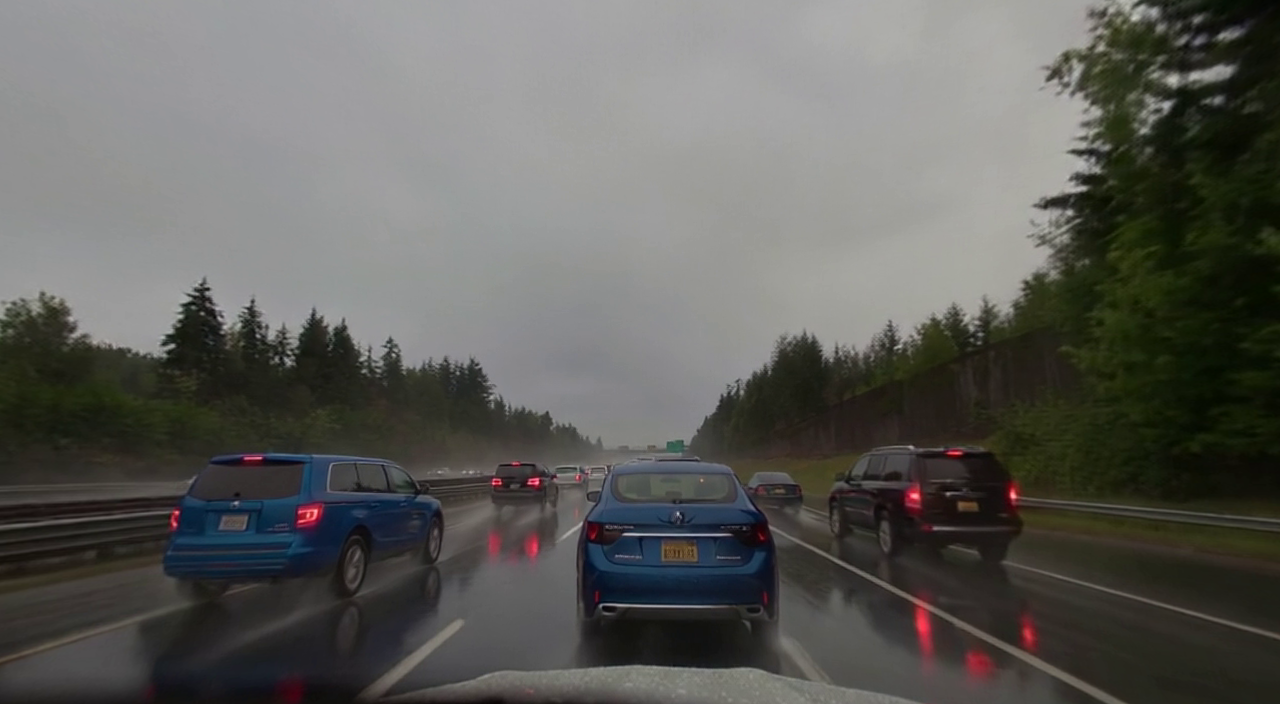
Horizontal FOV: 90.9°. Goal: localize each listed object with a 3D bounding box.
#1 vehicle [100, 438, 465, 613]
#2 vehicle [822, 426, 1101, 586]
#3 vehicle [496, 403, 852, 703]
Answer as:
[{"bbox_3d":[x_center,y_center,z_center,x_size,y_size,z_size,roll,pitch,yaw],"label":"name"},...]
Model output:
[{"bbox_3d":[-3.881,1.985,7.964,1.994,1.556,4.263,0,-11,1],"label":"vehicle"},{"bbox_3d":[4.502,2.253,9.799,1.984,1.876,4.287,1,-11,-1],"label":"vehicle"},{"bbox_3d":[0.193,1.560,5.825,2.057,1.725,4.126,1,-11,0],"label":"vehicle"}]
